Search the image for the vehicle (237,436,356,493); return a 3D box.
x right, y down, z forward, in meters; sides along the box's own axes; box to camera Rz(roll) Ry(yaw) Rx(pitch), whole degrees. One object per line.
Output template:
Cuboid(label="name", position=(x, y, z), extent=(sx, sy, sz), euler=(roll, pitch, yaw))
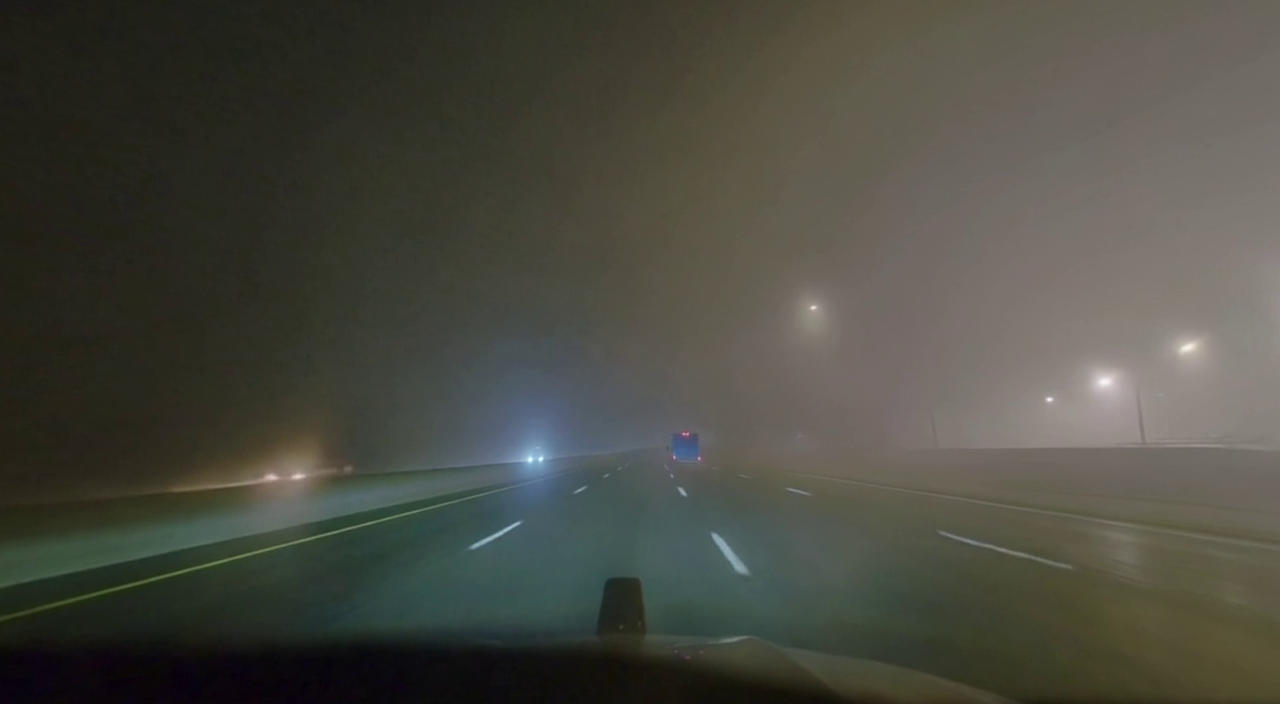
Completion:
Cuboid(label="vehicle", position=(-19.721, 6.511, 36.809), extent=(2.666, 2.954, 7.203), euler=(-1, -9, 1))
